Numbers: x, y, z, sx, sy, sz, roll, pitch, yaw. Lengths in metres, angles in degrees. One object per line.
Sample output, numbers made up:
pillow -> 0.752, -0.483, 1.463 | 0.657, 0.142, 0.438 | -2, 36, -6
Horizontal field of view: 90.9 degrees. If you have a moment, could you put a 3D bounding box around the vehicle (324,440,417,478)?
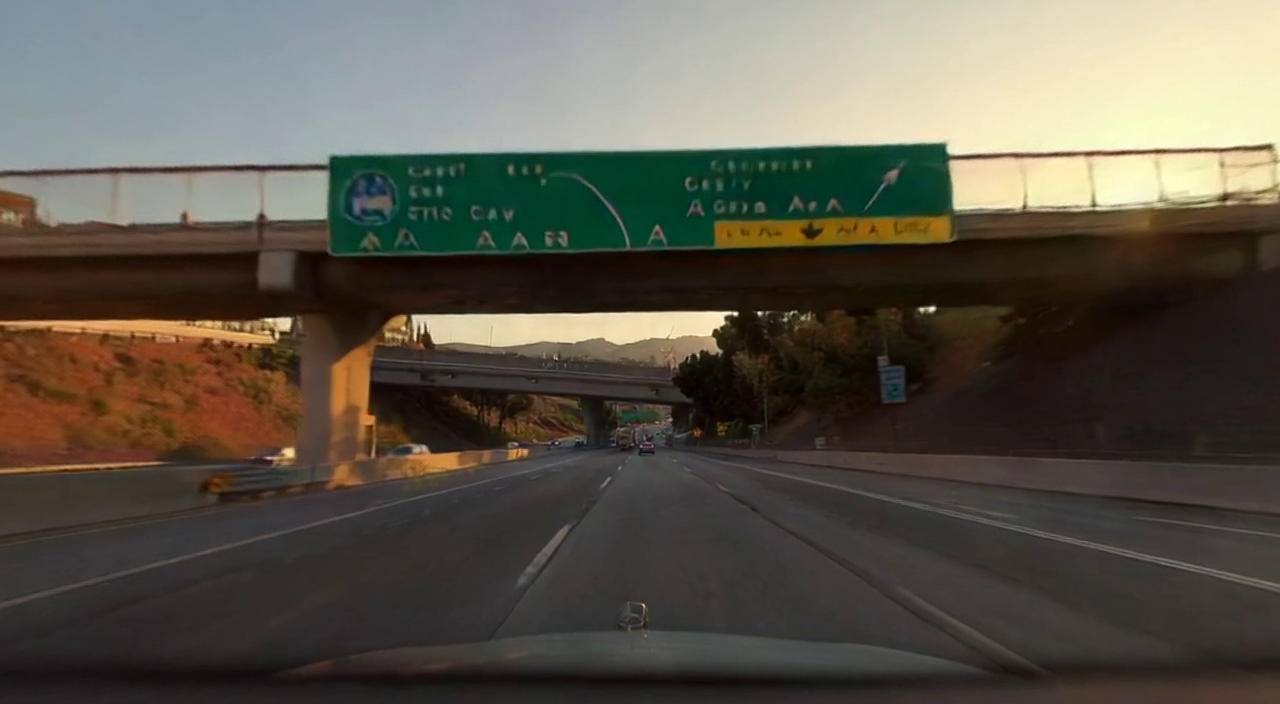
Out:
vehicle -> -11.674, 4.639, 27.650 | 2.119, 1.544, 4.304 | 0, -8, 1

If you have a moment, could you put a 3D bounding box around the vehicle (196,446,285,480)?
vehicle -> -21.209, 5.870, 33.723 | 1.873, 1.666, 4.269 | 0, -8, 0
